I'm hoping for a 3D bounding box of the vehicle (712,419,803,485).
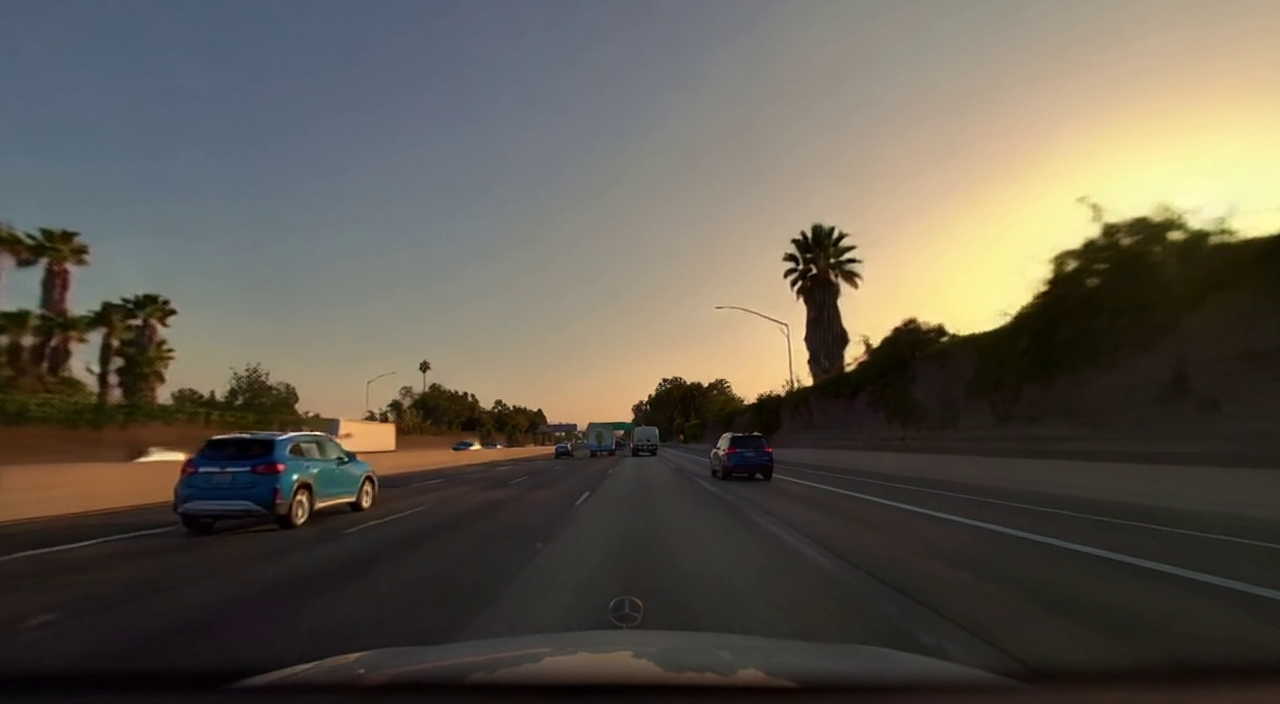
[{"bbox_3d":[4.226,3.722,23.753,2.408,2.210,4.999,0,-8,0],"label":"vehicle"}]

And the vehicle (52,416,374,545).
[{"bbox_3d":[-6.992,2.144,11.274,2.289,1.774,4.871,0,-8,0],"label":"vehicle"}]
